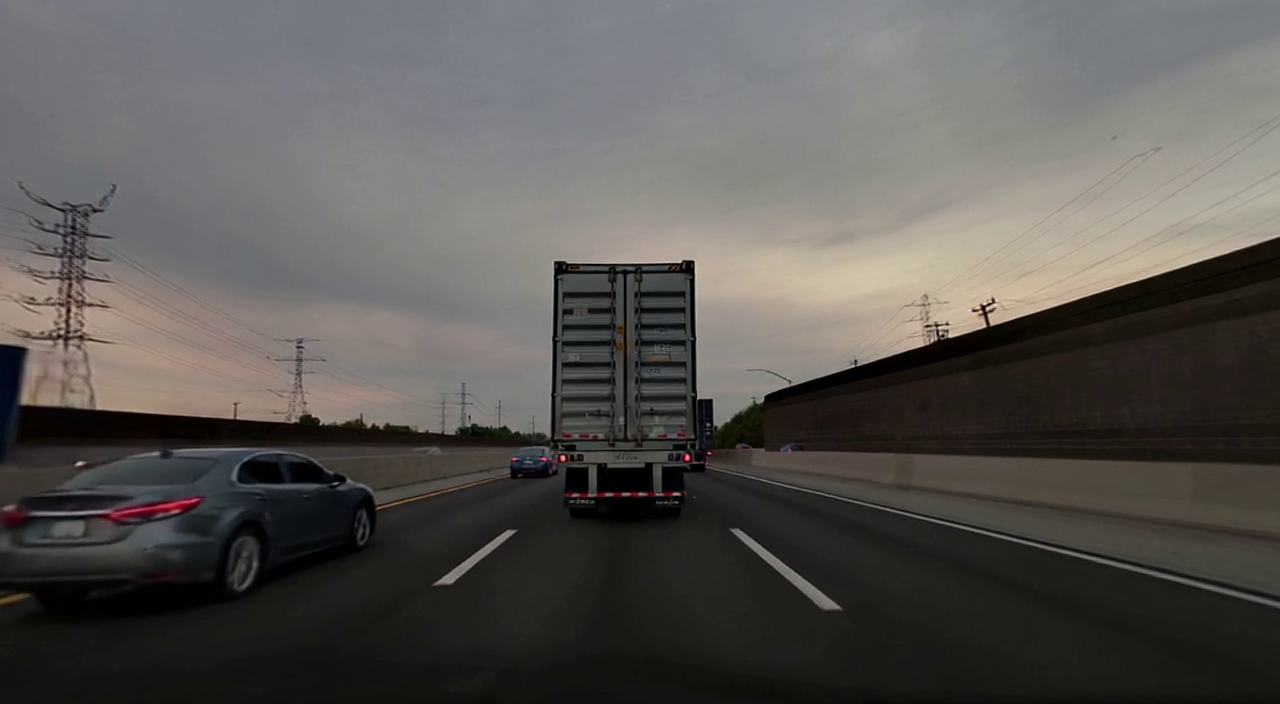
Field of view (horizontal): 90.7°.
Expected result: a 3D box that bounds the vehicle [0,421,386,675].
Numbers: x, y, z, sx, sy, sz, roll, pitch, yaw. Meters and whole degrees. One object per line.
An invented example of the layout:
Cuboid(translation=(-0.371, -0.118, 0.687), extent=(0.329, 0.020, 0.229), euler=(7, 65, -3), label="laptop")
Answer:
Cuboid(translation=(-4.192, 1.485, 5.914), extent=(1.912, 1.485, 4.218), euler=(0, -9, -1), label="vehicle")

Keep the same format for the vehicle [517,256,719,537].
Cuboid(translation=(-0.283, 1.473, 15.168), extent=(2.841, 4.071, 12.046), euler=(0, -9, 0), label="vehicle")

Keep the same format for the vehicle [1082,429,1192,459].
Cuboid(translation=(28.924, 5.392, 36.970), extent=(1.932, 1.594, 4.579), euler=(6, -11, -38), label="vehicle")
